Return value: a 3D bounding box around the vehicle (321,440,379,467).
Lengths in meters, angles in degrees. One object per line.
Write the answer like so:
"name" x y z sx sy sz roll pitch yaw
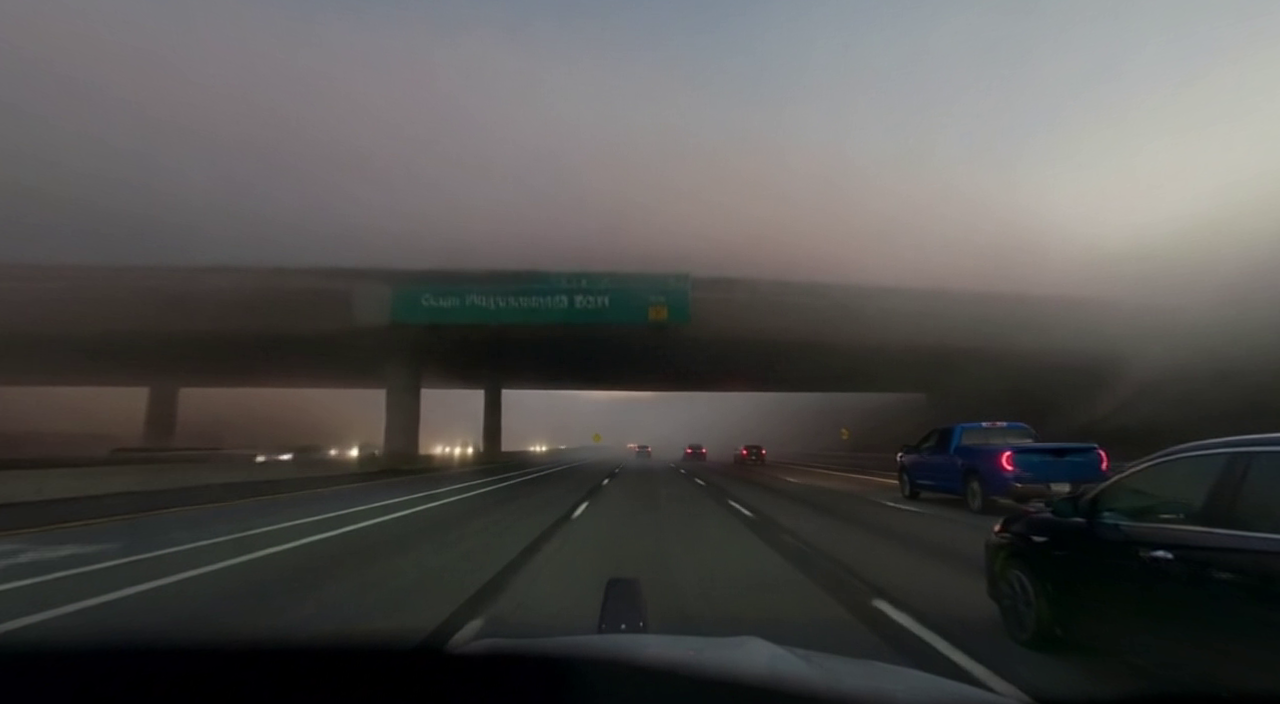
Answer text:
"vehicle" -21.165 7.405 46.262 2.054 1.798 4.634 0 -8 0

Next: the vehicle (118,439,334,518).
"vehicle" -8.986 2.731 14.295 1.865 1.481 4.492 0 -8 0

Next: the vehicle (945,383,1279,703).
"vehicle" 3.280 0.865 2.123 2.119 1.524 4.807 0 -8 0
